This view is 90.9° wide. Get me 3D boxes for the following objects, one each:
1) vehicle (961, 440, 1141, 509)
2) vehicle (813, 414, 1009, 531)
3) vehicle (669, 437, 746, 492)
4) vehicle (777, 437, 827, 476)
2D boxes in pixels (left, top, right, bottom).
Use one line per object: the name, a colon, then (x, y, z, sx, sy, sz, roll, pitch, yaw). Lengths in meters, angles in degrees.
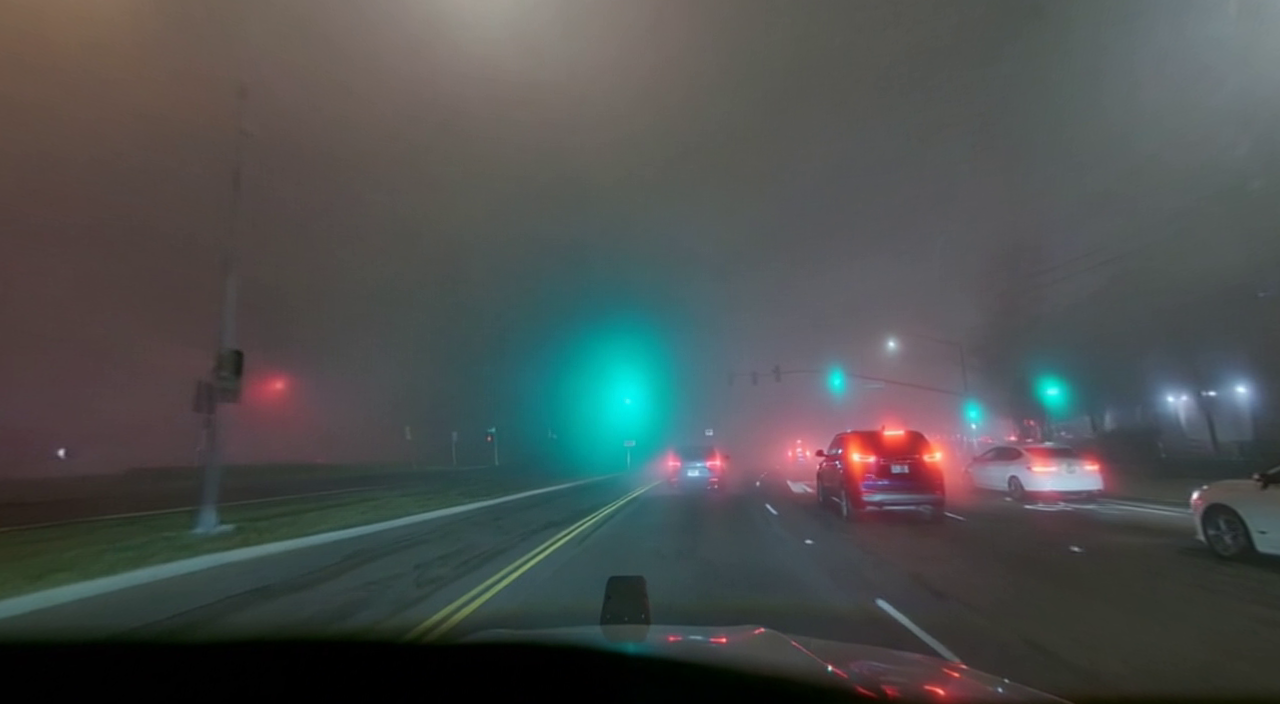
vehicle: (10.113, 3.004, 16.042, 1.882, 1.463, 4.543, -1, -9, 6)
vehicle: (4.902, 2.246, 12.352, 2.119, 1.810, 4.848, -1, -9, 6)
vehicle: (2.238, 3.494, 19.952, 2.168, 1.527, 4.174, -1, -9, 9)
vehicle: (7.305, 4.726, 28.694, 1.896, 1.612, 4.203, -1, -9, 11)
